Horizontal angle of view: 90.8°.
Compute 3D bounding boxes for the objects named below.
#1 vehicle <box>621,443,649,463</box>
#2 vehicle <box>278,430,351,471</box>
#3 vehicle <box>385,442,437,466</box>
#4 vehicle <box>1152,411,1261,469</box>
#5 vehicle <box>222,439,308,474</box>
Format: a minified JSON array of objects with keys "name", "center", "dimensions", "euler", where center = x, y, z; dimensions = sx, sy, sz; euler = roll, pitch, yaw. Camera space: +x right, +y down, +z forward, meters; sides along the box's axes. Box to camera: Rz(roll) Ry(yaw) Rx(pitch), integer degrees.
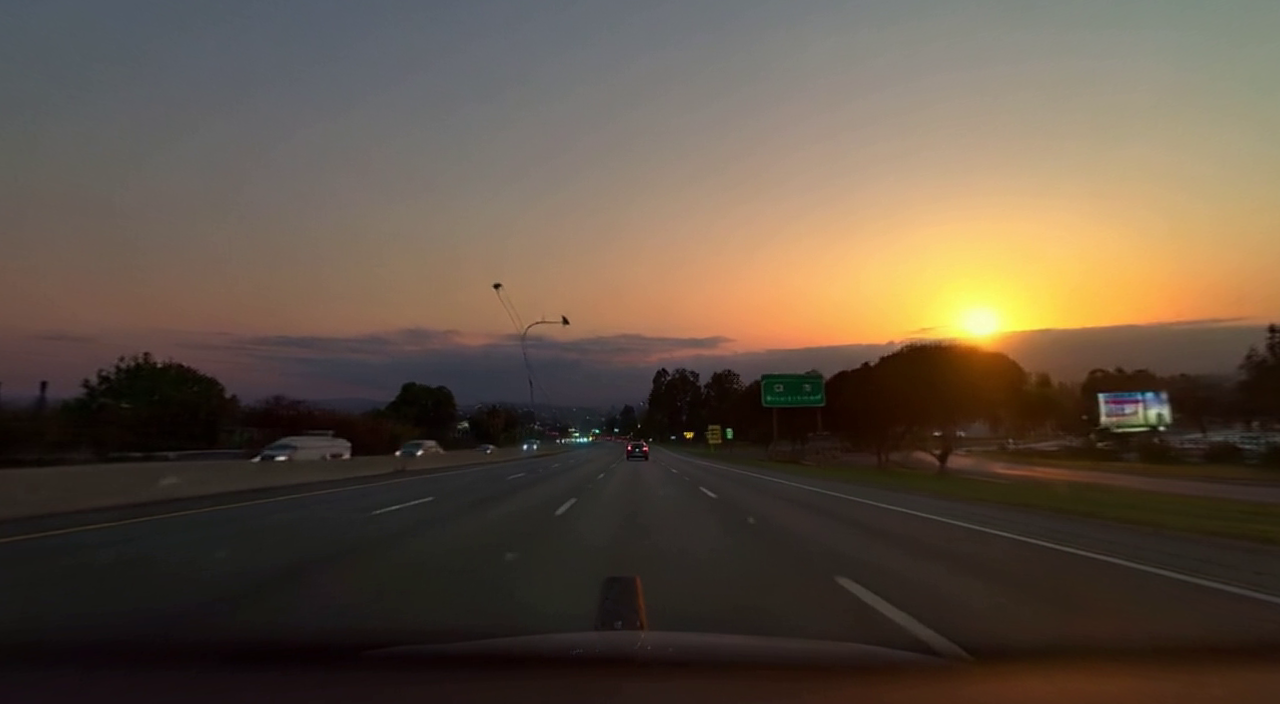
[{"name":"vehicle","center":[-0.409,7.724,48.368],"dimensions":[2.025,1.460,4.189],"euler":[0,-9,-2]},{"name":"vehicle","center":[-25.386,7.710,49.567],"dimensions":[2.614,2.968,5.747],"euler":[0,-9,0]},{"name":"vehicle","center":[-17.649,7.867,49.001],"dimensions":[2.006,1.741,5.547],"euler":[0,-9,0]},{"name":"vehicle","center":[43.416,6.779,48.962],"dimensions":[3.121,3.928,10.924],"euler":[-6,-9,26]},{"name":"vehicle","center":[-25.326,7.060,43.040],"dimensions":[2.155,2.166,5.959],"euler":[0,-9,0]}]
